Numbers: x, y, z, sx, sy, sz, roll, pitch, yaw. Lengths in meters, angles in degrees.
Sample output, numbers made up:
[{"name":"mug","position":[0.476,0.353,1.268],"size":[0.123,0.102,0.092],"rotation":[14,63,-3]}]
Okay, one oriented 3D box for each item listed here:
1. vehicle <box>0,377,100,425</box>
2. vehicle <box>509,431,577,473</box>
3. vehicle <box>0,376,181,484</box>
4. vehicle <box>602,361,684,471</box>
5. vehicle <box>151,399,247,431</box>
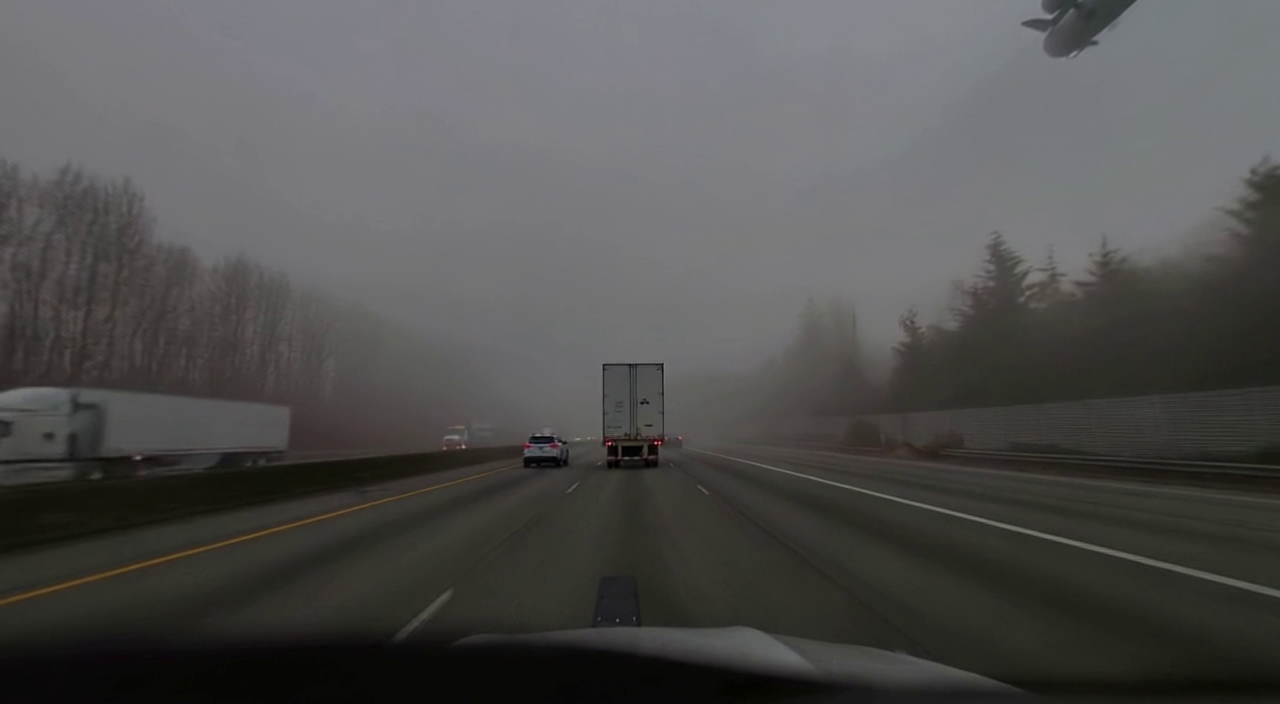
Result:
[{"name":"vehicle","position":[-25.288,2.067,25.677],"size":[2.062,1.683,4.981],"rotation":[0,-8,0]},{"name":"vehicle","position":[-3.785,3.992,25.361],"size":[2.005,1.521,4.454],"rotation":[0,-8,0]},{"name":"vehicle","position":[-25.305,3.433,27.116],"size":[3.074,3.969,10.465],"rotation":[0,-8,0]},{"name":"vehicle","position":[0.076,3.429,31.172],"size":[2.965,3.972,16.689],"rotation":[0,-8,0]},{"name":"vehicle","position":[-25.345,3.708,36.416],"size":[1.830,1.638,5.285],"rotation":[0,-8,-1]}]
